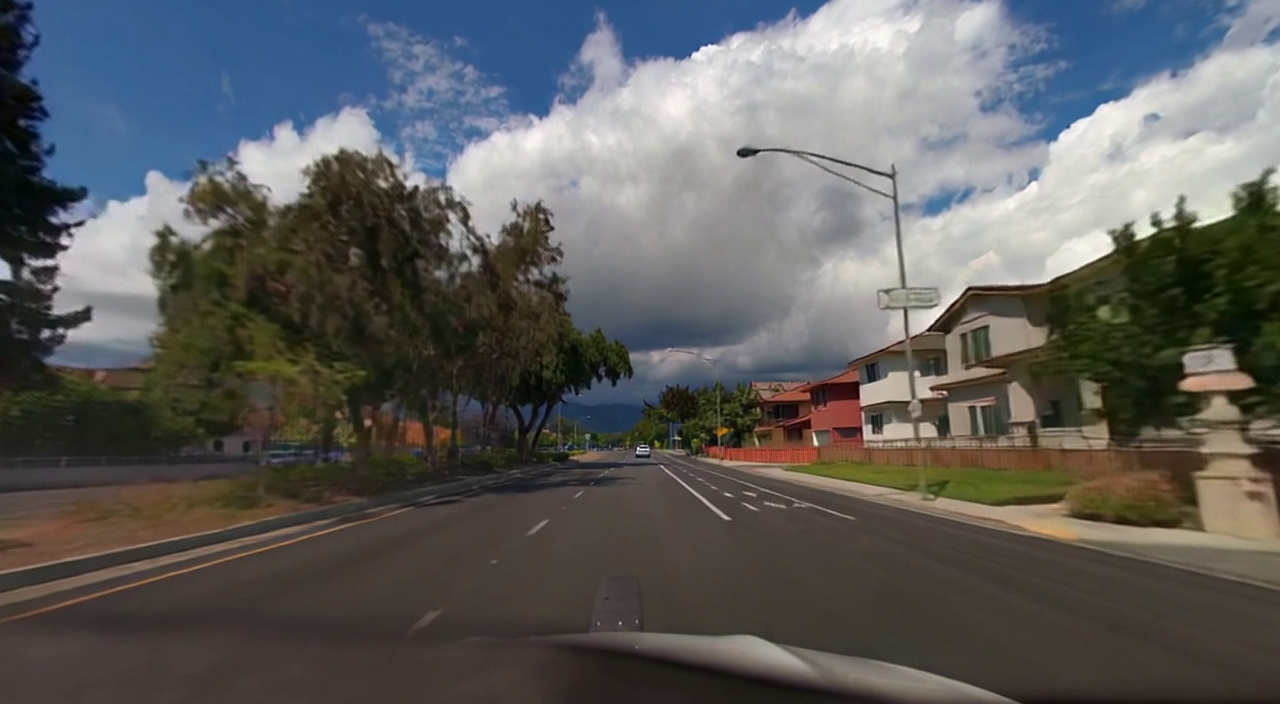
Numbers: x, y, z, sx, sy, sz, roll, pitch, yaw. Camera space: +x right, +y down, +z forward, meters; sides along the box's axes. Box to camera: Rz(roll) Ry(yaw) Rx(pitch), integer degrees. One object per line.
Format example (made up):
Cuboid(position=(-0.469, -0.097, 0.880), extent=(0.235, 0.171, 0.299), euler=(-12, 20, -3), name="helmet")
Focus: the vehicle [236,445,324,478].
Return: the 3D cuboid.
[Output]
Cuboid(position=(-19.928, 6.062, 35.264), extent=(2.166, 1.720, 4.629), euler=(0, -8, 0), name="vehicle")
